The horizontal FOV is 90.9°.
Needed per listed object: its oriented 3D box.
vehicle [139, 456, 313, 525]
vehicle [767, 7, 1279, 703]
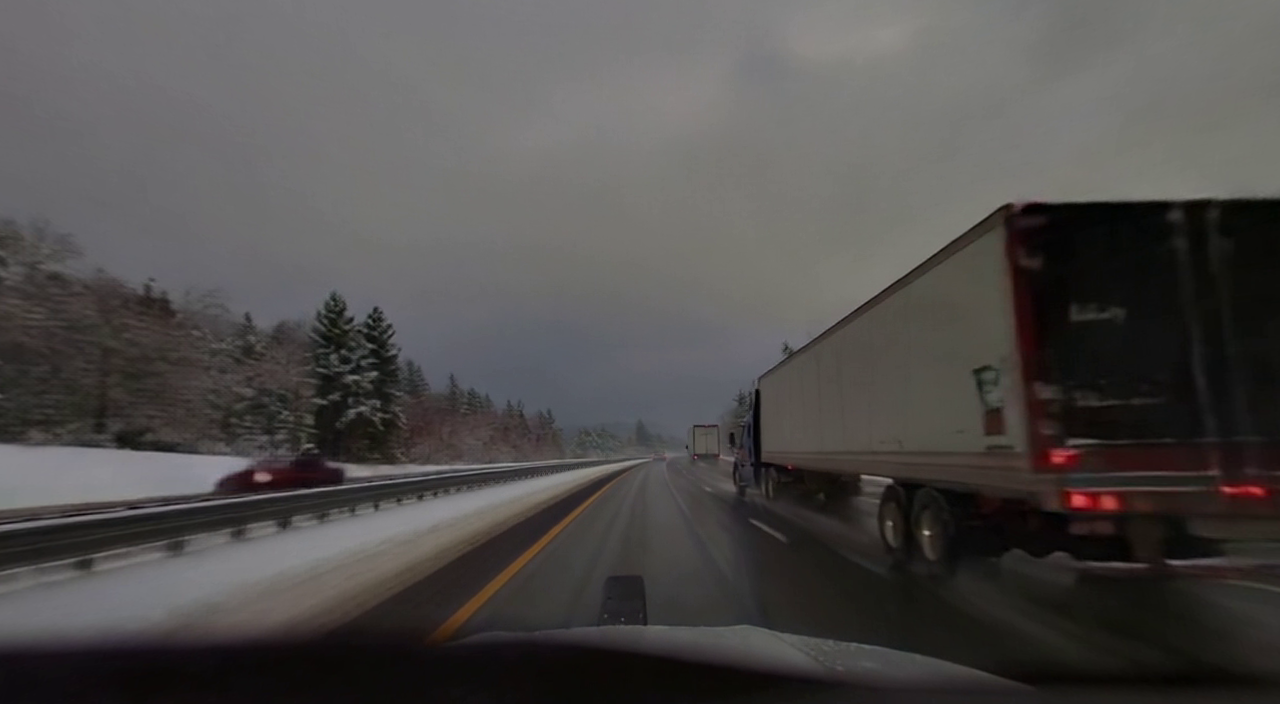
[{"bbox_3d":[-11.923,3.968,18.645,1.958,1.704,4.554,0,-9,1],"label":"vehicle"},{"bbox_3d":[4.385,0.970,8.570,2.866,3.558,11.674,0,-9,0],"label":"vehicle"}]
